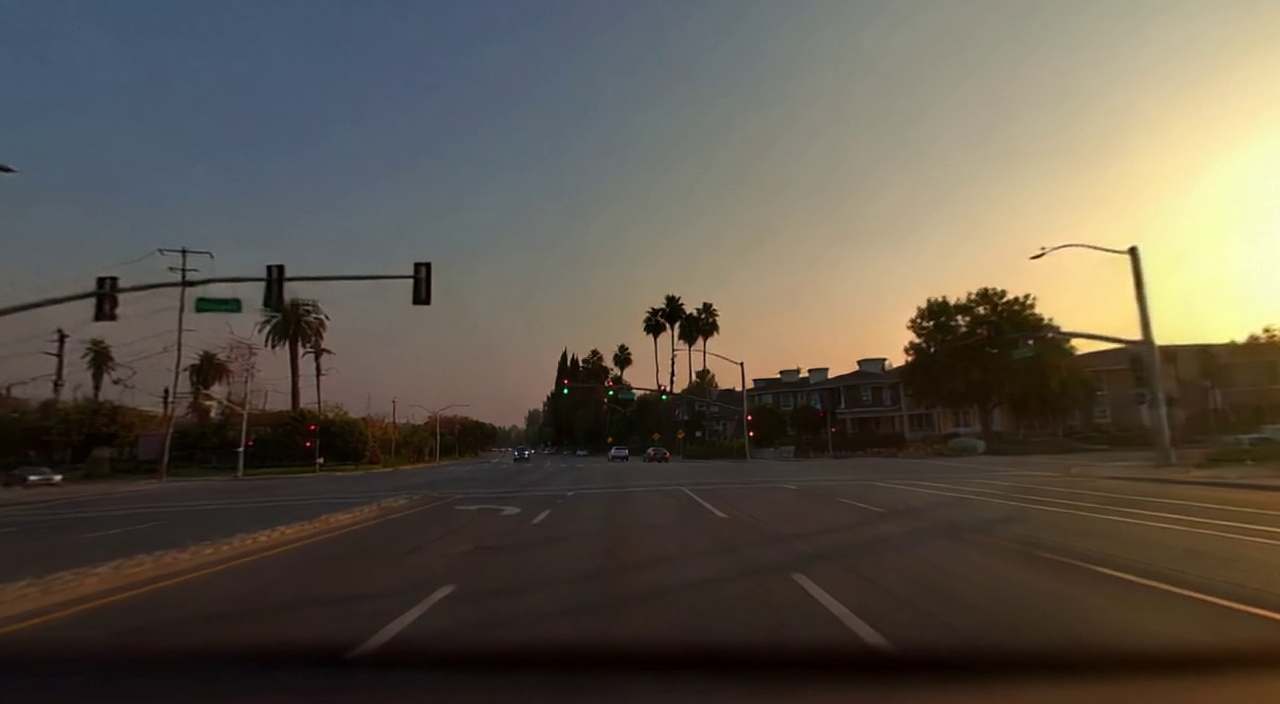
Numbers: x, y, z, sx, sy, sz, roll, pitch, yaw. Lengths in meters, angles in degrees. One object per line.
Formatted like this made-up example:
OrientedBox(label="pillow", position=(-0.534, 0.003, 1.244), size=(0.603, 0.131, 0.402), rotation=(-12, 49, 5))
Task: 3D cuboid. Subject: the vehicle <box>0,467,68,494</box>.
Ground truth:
OrientedBox(label="vehicle", position=(-41.575, 8.581, 42.165), size=(4.650, 1.604, 2.011), rotation=(-1, -8, 2))
